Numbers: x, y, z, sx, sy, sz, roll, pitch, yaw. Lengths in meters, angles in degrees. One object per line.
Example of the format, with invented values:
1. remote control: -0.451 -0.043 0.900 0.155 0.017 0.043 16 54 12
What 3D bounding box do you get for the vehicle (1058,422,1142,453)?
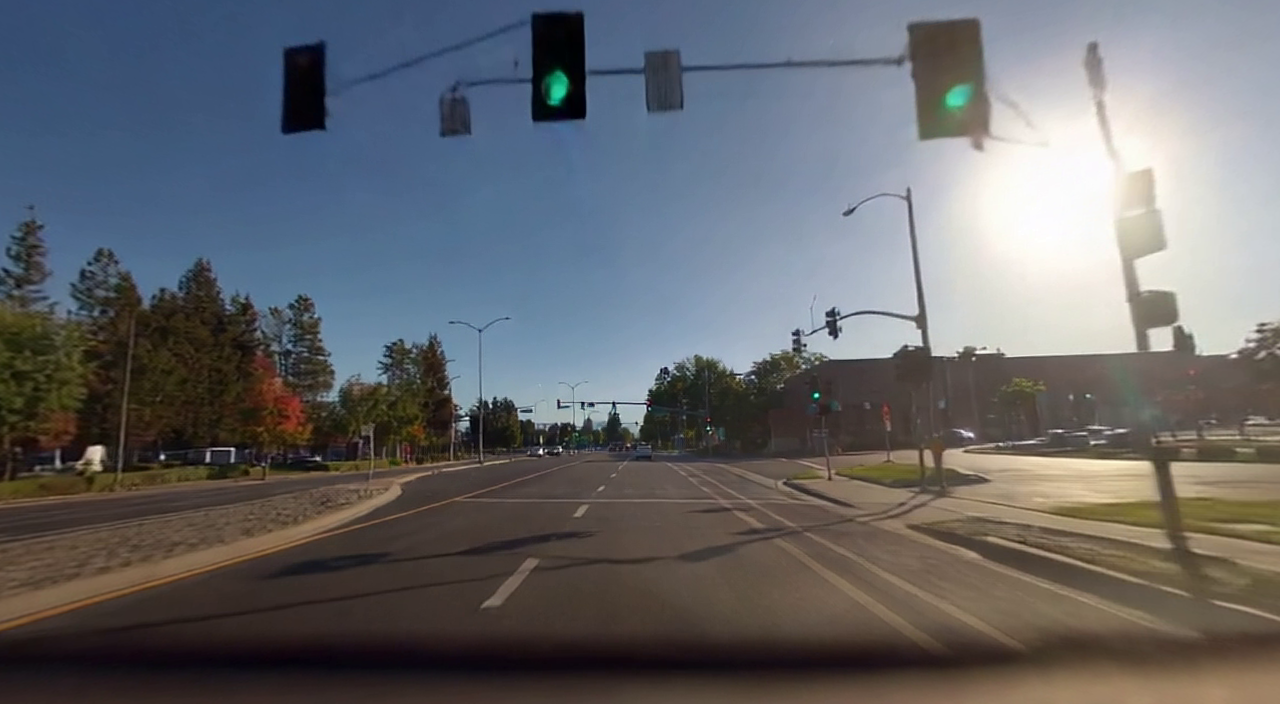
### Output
1. vehicle: 31.193 5.881 43.062 1.966 1.767 4.697 -4 -10 -2
